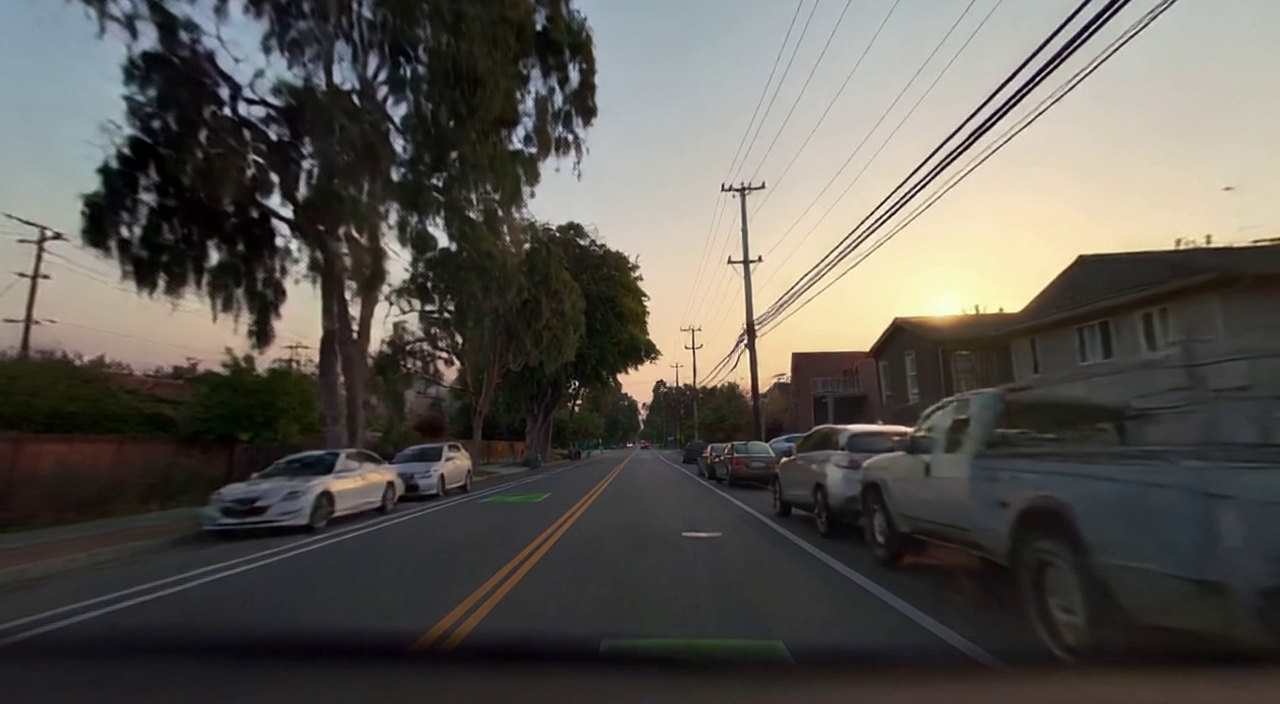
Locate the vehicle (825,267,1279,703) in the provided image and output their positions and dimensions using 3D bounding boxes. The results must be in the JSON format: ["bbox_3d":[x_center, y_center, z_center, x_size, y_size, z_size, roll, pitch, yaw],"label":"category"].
[{"bbox_3d":[3.541,1.070,5.181,2.407,2.069,5.577,0,-8,1],"label":"vehicle"}]

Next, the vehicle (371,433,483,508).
[{"bbox_3d":[-6.367,3.520,19.485,1.947,1.930,4.306,-2,-7,1],"label":"vehicle"}]

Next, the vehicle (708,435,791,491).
[{"bbox_3d":[3.568,3.700,21.477,1.955,1.665,4.818,0,-8,0],"label":"vehicle"}]

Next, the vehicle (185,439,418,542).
[{"bbox_3d":[-6.398,2.603,12.746,2.084,1.573,4.599,-2,-7,1],"label":"vehicle"}]
